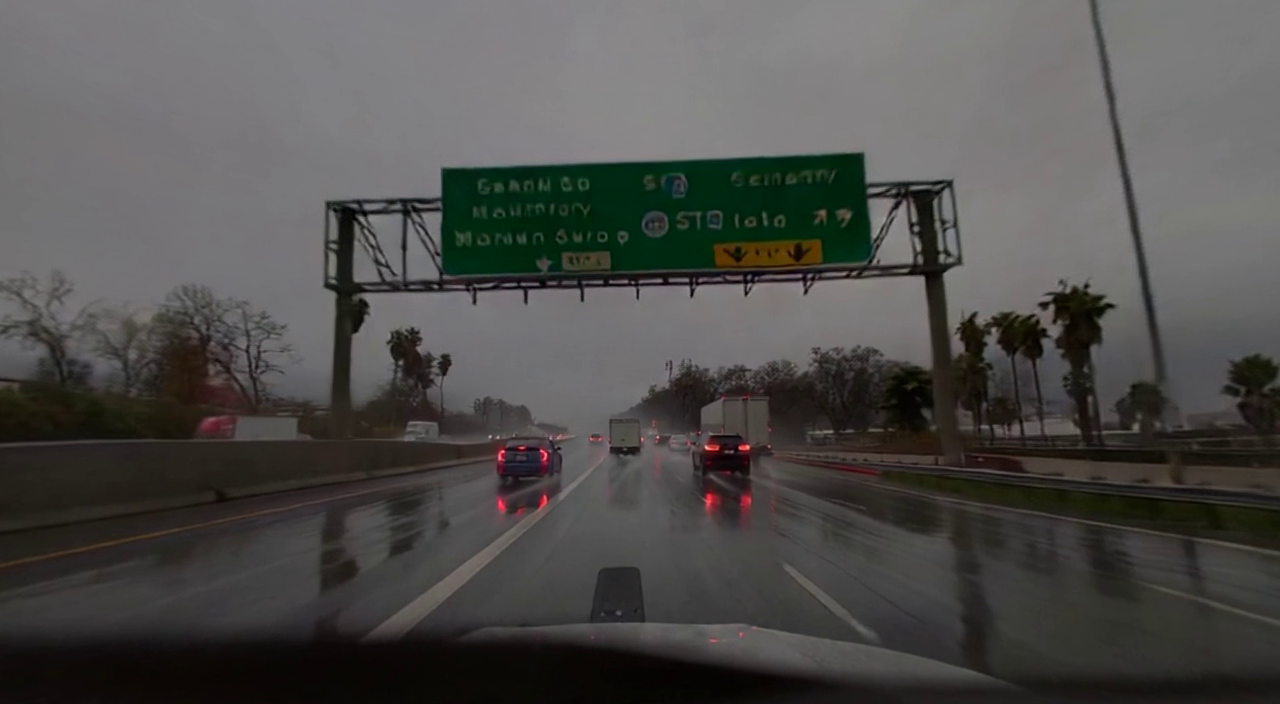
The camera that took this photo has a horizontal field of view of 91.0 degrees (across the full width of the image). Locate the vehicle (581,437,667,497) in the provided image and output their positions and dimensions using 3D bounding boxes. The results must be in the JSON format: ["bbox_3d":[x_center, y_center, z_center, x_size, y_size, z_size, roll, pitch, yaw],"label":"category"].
[{"bbox_3d":[-0.415,3.152,17.654,2.136,1.470,3.971,0,-8,0],"label":"vehicle"}]

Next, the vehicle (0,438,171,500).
[{"bbox_3d":[-19.021,3.954,21.809,2.038,1.886,4.746,0,-8,-4],"label":"vehicle"}]

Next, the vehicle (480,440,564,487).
[{"bbox_3d":[-3.910,3.755,21.608,1.998,1.423,4.436,0,-8,0],"label":"vehicle"}]

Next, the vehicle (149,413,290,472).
[{"bbox_3d":[-30.430,6.710,46.572,2.839,3.817,11.855,0,-8,-3],"label":"vehicle"}]

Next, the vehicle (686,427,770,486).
[{"bbox_3d":[2.951,3.642,22.238,2.173,1.870,4.499,0,-8,-2],"label":"vehicle"}]
